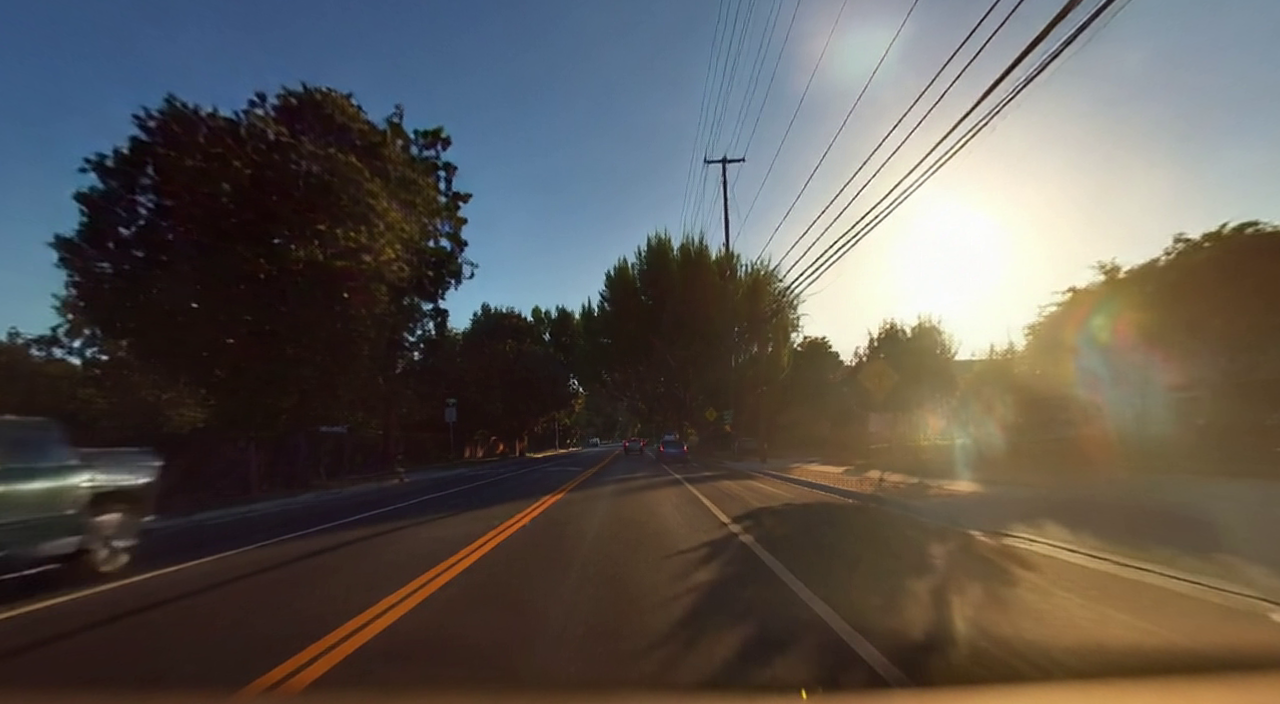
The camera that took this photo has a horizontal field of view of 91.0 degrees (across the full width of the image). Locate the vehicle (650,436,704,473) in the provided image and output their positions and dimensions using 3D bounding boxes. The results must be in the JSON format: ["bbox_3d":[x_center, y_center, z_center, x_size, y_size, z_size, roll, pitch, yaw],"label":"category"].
[{"bbox_3d":[1.521,4.432,27.415,1.975,1.497,3.647,0,-8,-2],"label":"vehicle"}]

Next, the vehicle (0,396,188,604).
[{"bbox_3d":[-6.948,1.323,5.606,2.352,1.857,4.690,0,-8,-1],"label":"vehicle"}]
